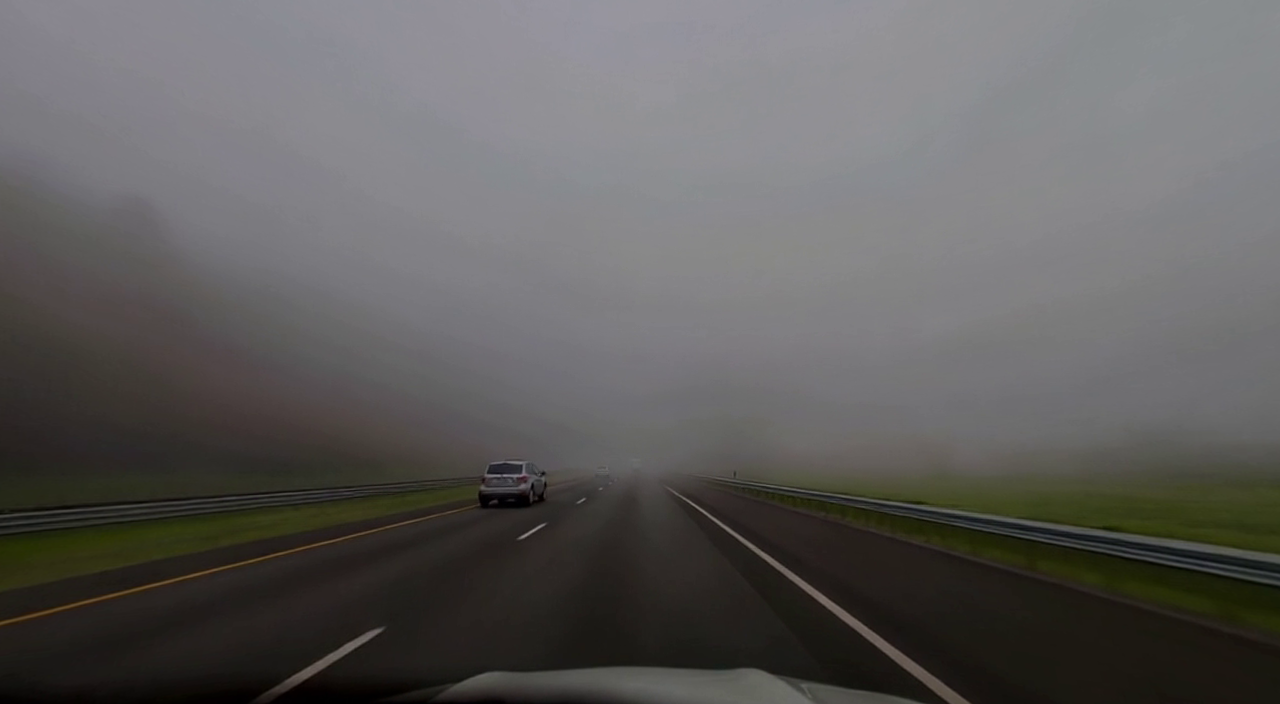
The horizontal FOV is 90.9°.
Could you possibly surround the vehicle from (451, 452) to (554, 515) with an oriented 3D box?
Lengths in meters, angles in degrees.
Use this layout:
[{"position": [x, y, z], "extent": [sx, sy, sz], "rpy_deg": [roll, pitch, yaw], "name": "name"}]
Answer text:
[{"position": [-3.937, 3.903, 18.981], "extent": [1.928, 1.593, 4.871], "rpy_deg": [1, -10, 1], "name": "vehicle"}]
